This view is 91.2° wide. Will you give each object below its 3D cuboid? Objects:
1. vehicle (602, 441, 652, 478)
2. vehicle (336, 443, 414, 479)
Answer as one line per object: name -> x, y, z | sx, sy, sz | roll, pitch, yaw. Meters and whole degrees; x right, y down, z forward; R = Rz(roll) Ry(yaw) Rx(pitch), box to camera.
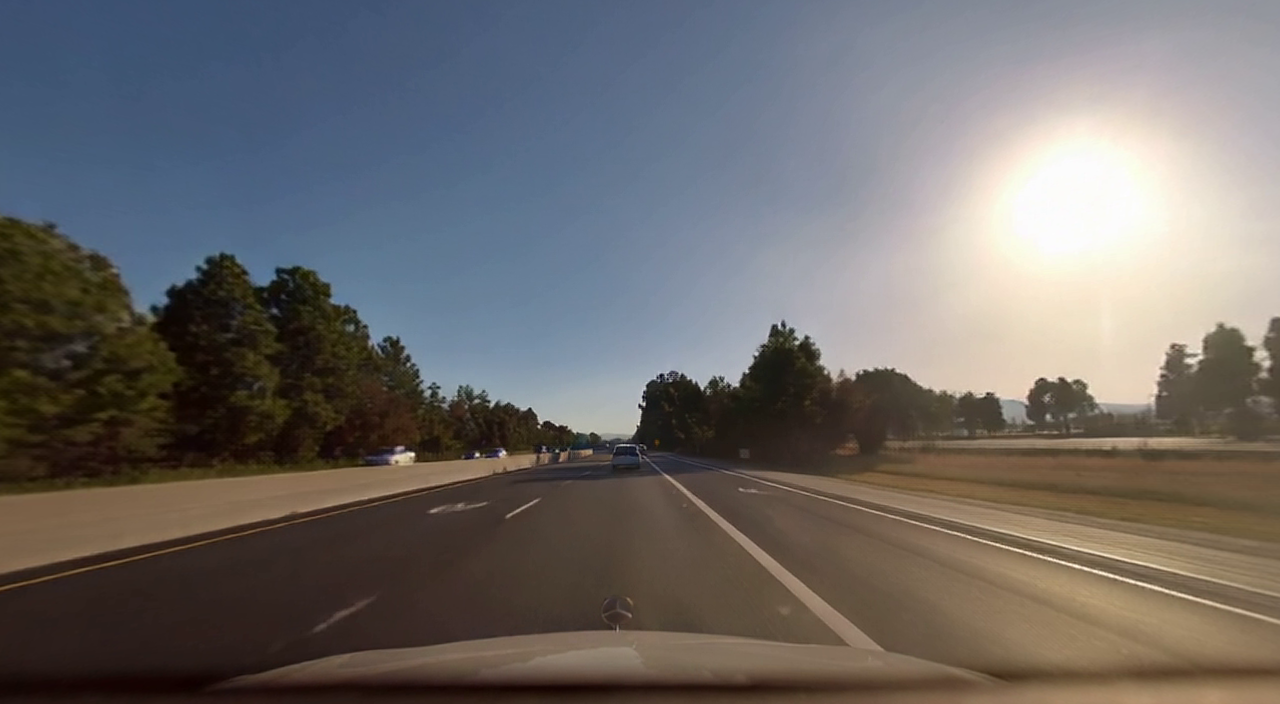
vehicle -> -0.576, 4.896, 28.659 | 2.095, 1.537, 4.017 | 0, -9, -1
vehicle -> -13.473, 5.549, 32.200 | 2.040, 1.709, 4.607 | 0, -9, 0
